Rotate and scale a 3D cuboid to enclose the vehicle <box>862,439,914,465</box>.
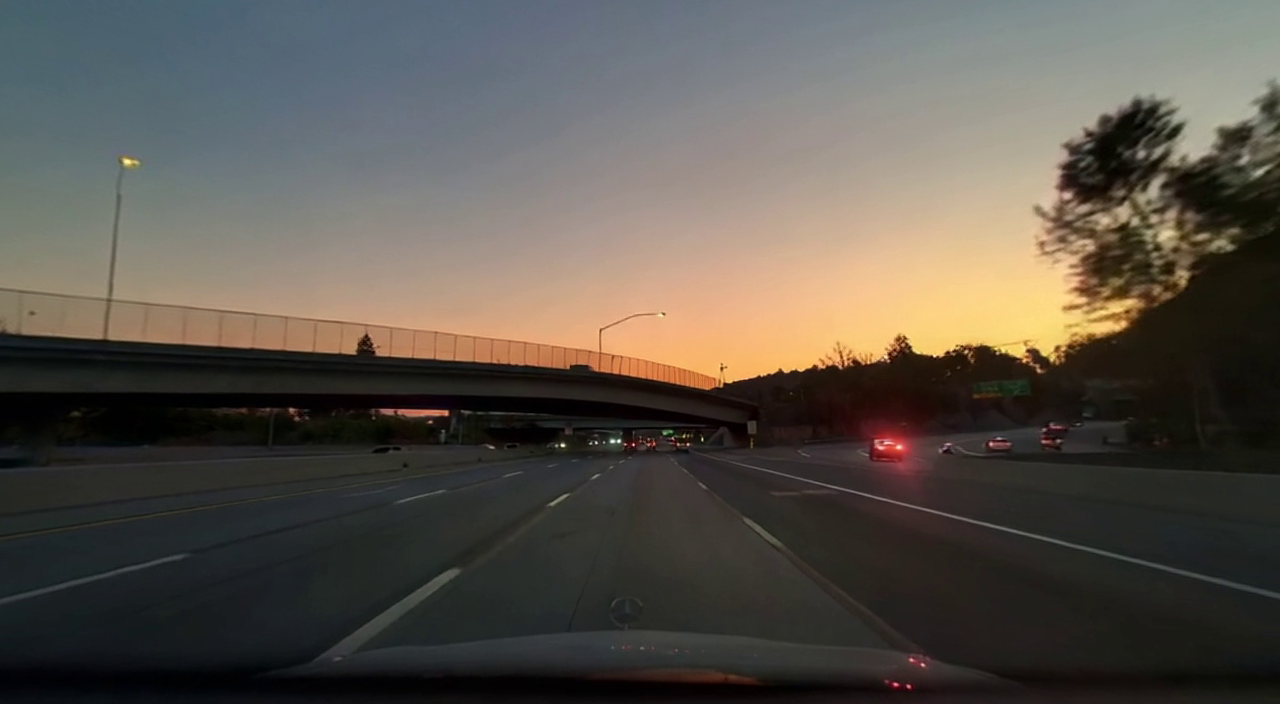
[{"bbox_3d":[16.880,6.794,43.047,2.039,1.658,4.457,-1,-8,5],"label":"vehicle"}]
